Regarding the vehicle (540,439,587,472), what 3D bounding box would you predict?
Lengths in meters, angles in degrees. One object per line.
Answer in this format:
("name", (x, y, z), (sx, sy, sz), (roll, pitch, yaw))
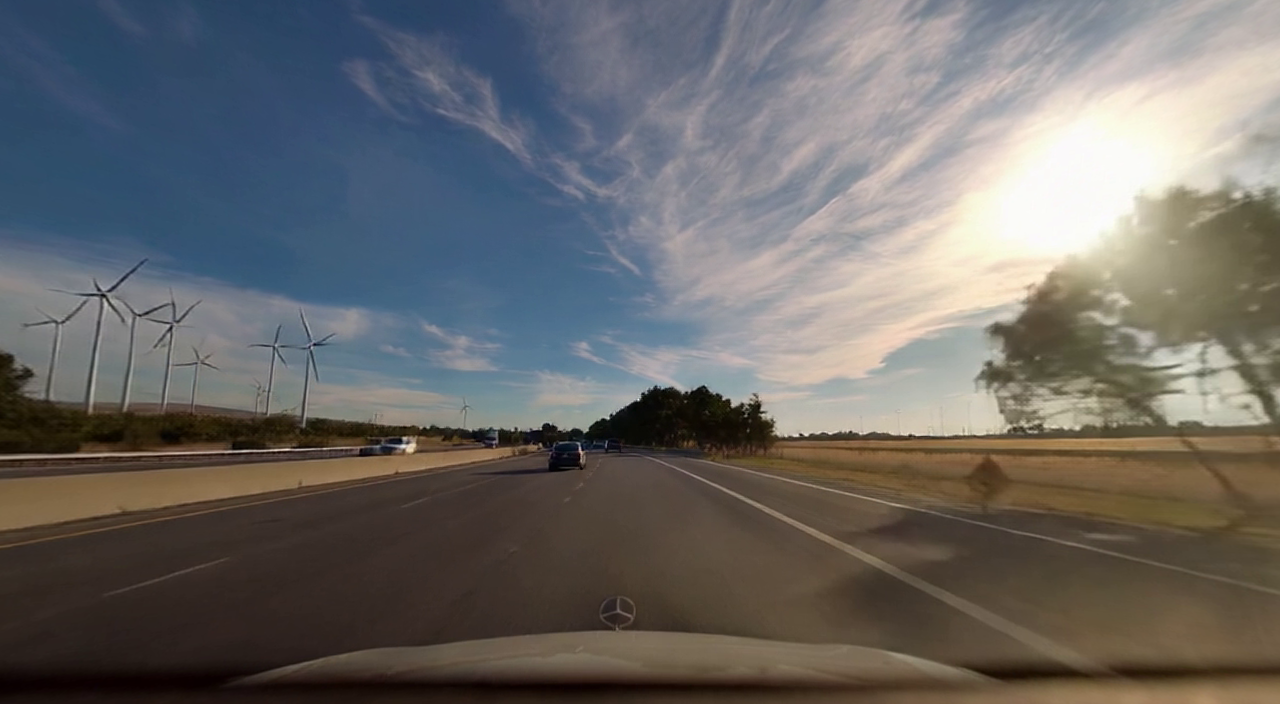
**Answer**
("vehicle", (-3.828, 5.230, 32.118), (2.053, 1.549, 4.097), (0, -8, -2))
